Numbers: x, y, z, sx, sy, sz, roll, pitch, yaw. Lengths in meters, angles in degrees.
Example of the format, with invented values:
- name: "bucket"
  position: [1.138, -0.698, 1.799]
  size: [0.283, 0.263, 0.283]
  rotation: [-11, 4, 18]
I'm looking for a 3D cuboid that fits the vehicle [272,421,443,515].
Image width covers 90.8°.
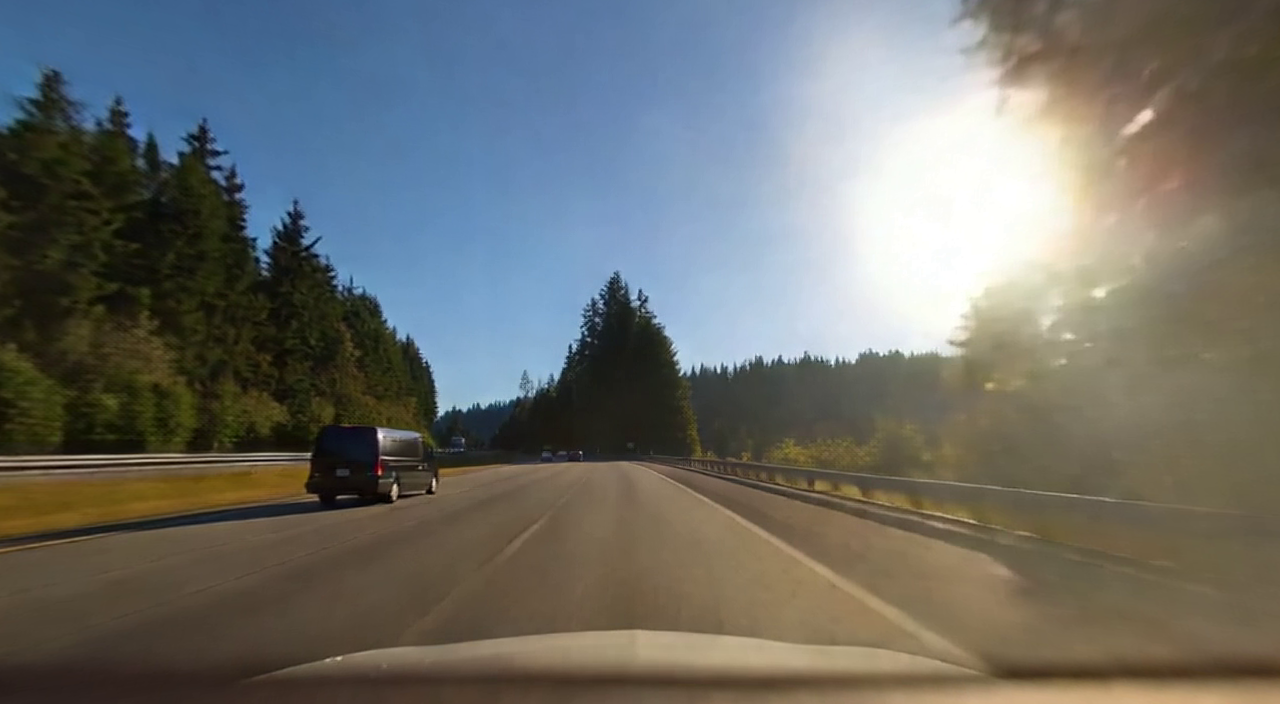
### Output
- name: "vehicle"
  position: [-6.972, 2.937, 16.363]
  size: [2.197, 2.038, 4.919]
  rotation: [0, -9, -1]
